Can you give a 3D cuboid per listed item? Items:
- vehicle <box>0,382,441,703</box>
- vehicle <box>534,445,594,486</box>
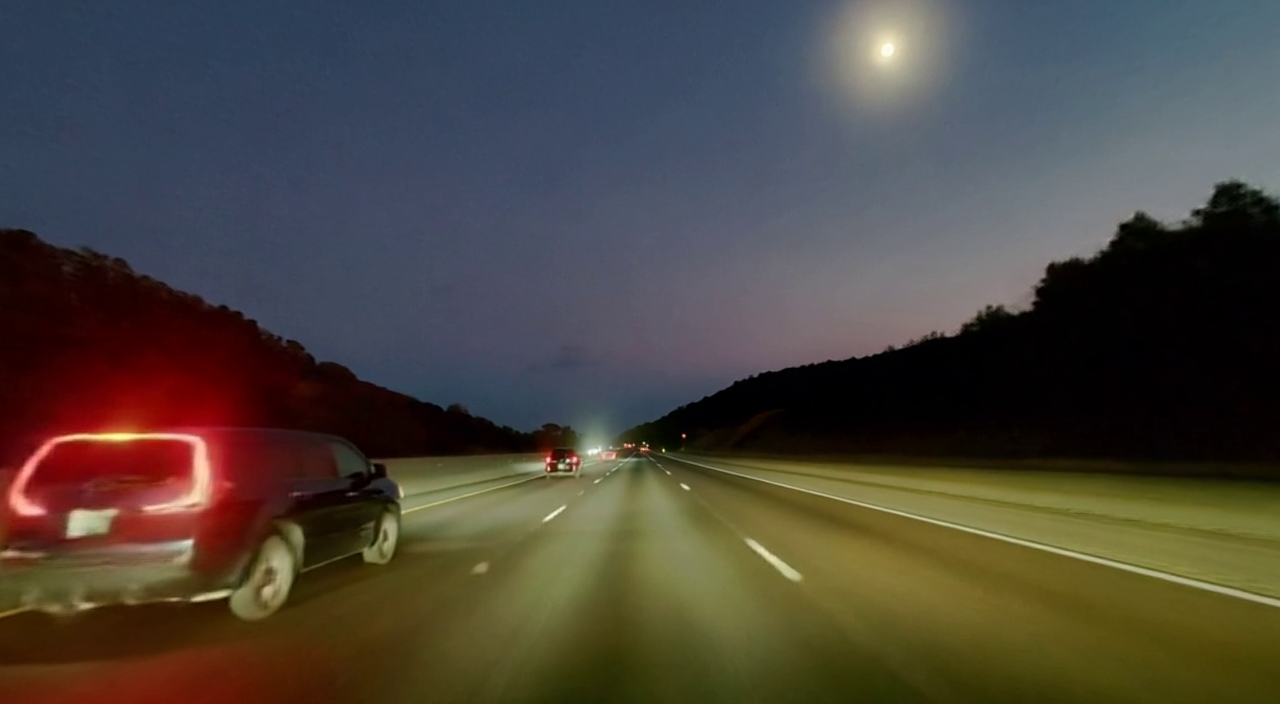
[{"bbox_3d":[-3.610,1.365,5.546,2.147,1.708,4.630,0,-9,1],"label":"vehicle"},{"bbox_3d":[-3.060,4.669,26.305,1.944,1.548,4.051,0,-9,1],"label":"vehicle"}]
